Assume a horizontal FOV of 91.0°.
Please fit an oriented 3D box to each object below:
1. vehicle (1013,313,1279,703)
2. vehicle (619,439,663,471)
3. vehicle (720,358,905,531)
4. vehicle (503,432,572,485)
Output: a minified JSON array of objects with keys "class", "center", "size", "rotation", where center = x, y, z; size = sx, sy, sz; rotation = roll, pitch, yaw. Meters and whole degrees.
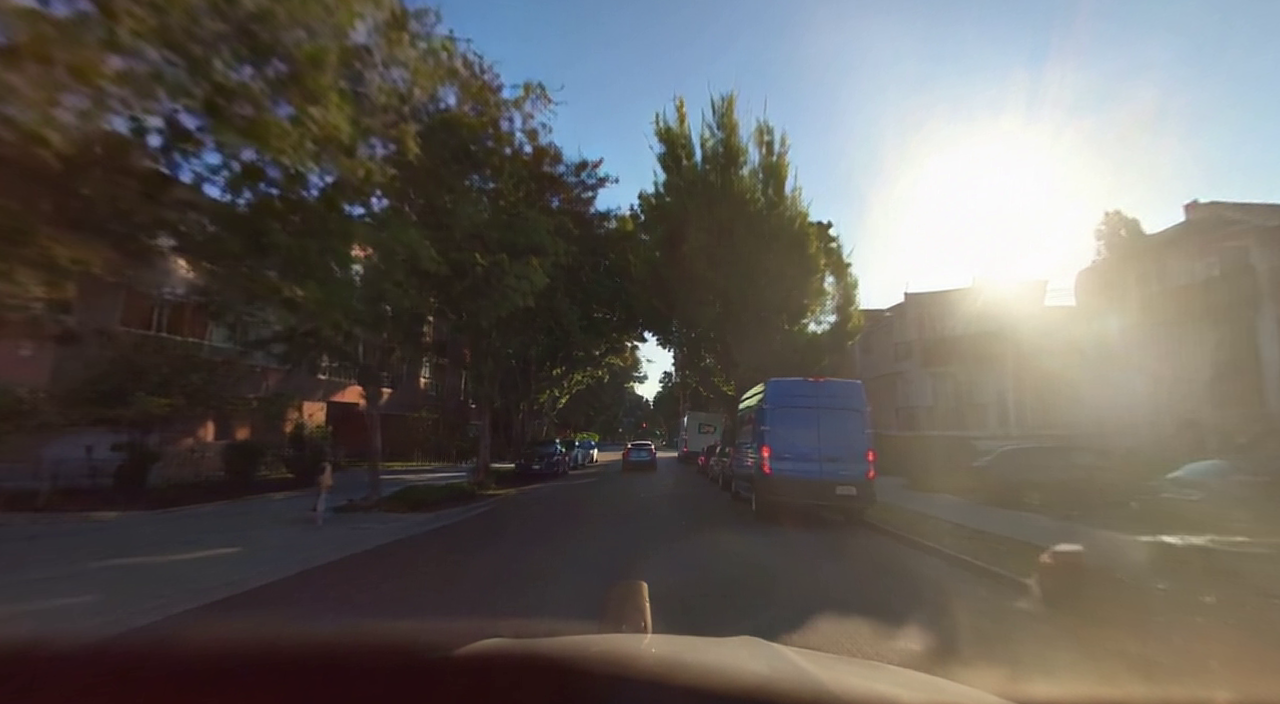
[{"class":"vehicle","center":[2.842,0.613,0.749],"size":[2.045,1.728,4.446],"rotation":[0,-8,0]},{"class":"vehicle","center":[0.087,5.096,31.310],"size":[2.095,1.510,3.605],"rotation":[0,-8,1]},{"class":"vehicle","center":[3.204,1.922,13.323],"size":[2.245,2.843,5.762],"rotation":[0,-8,0]},{"class":"vehicle","center":[-3.910,4.088,24.705],"size":[1.951,1.662,4.046],"rotation":[0,-4,1]}]
